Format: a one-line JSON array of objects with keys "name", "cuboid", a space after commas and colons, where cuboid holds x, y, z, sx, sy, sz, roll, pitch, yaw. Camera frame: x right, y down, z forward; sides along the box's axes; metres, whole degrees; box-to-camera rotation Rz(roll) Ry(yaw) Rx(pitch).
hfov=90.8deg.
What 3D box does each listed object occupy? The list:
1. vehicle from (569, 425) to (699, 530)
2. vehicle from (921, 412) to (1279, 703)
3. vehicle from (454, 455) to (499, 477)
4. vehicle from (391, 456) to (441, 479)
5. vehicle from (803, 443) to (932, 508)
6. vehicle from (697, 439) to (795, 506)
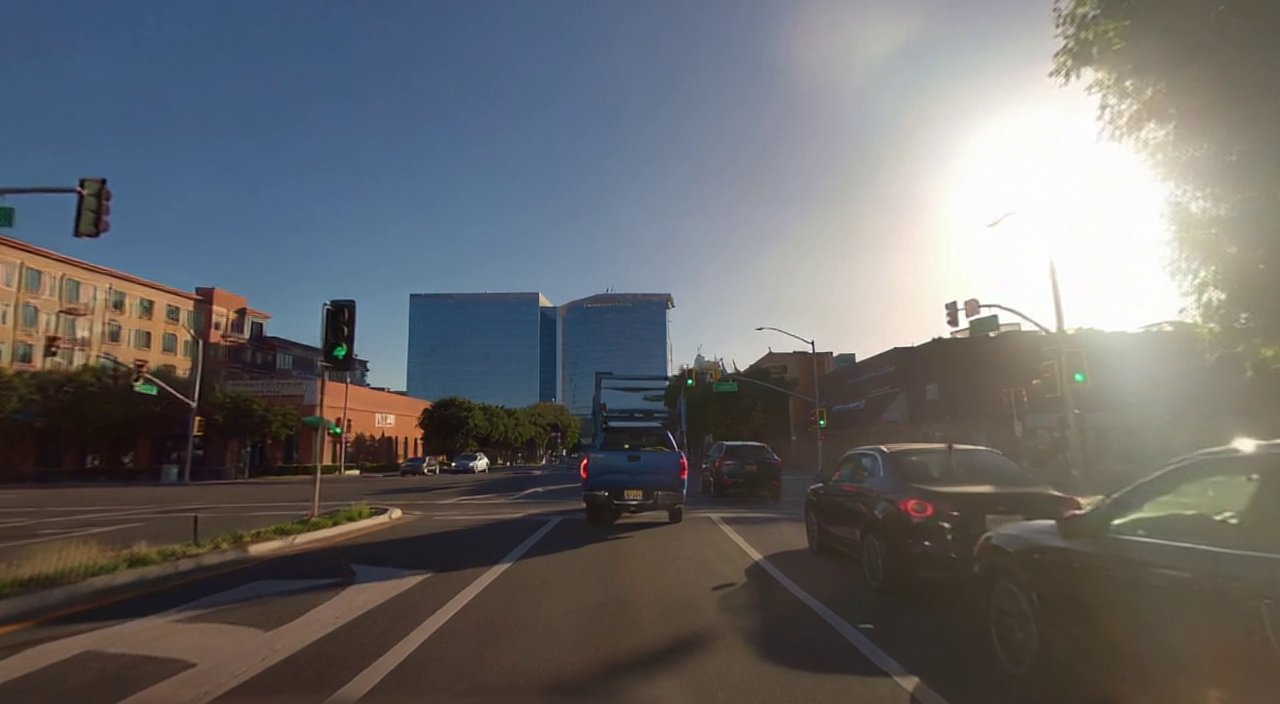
[{"name": "vehicle", "cuboid": [-0.192, 2.618, 13.813, 2.344, 1.883, 4.572, 0, -8, -2]}, {"name": "vehicle", "cuboid": [3.227, 1.010, 2.637, 2.057, 1.463, 4.365, 0, -8, -1]}, {"name": "vehicle", "cuboid": [-11.797, 8.239, 45.832, 1.989, 1.459, 4.667, 0, -8, 0]}, {"name": "vehicle", "cuboid": [-15.848, 8.193, 44.957, 1.915, 1.491, 4.347, 0, -8, 0]}, {"name": "vehicle", "cuboid": [6.428, 3.501, 18.435, 2.002, 1.651, 4.305, 0, -8, -2]}, {"name": "vehicle", "cuboid": [3.043, 3.559, 19.179, 2.013, 1.742, 4.424, 0, -8, -2]}]
